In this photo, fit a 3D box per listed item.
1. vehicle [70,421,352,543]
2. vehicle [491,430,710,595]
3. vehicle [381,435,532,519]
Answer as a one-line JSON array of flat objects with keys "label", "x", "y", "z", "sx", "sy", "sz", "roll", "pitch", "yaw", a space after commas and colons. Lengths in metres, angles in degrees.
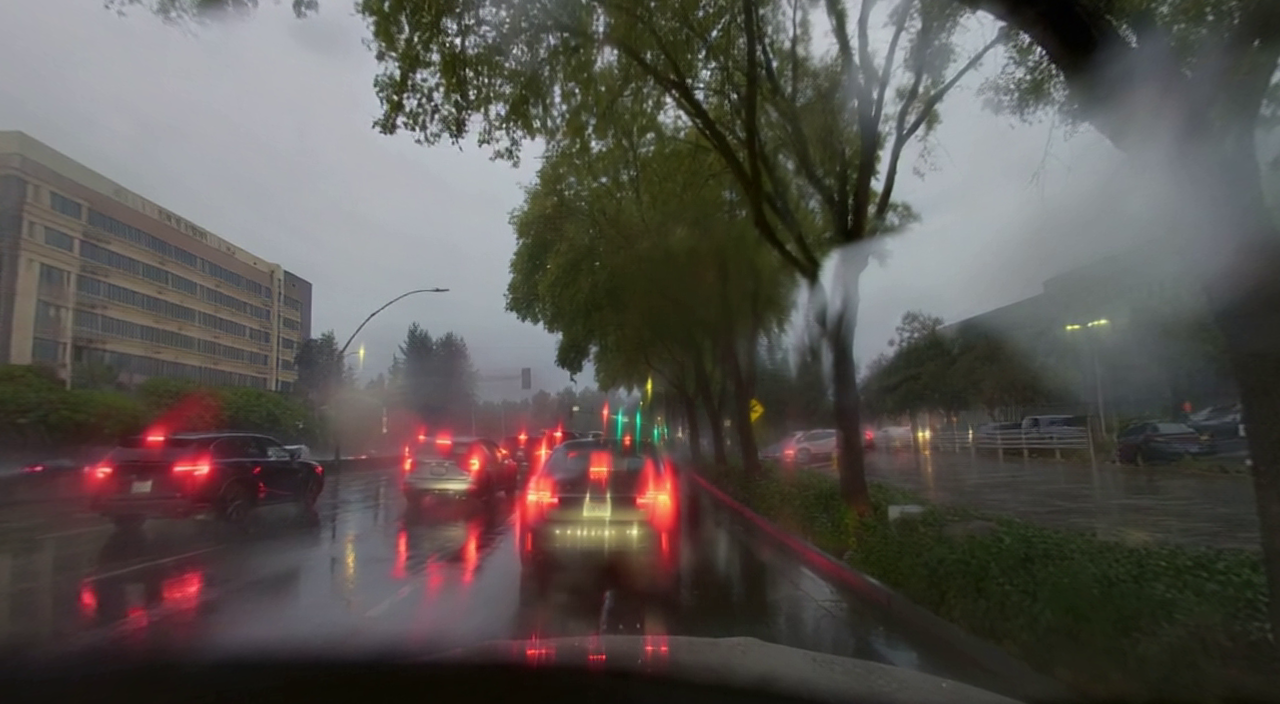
[{"label": "vehicle", "x": -7.321, "y": 2.233, "z": 11.497, "sx": 2.068, "sy": 1.784, "sz": 4.224, "roll": 0, "pitch": -9, "yaw": 1}, {"label": "vehicle", "x": -0.386, "y": 1.821, "z": 8.025, "sx": 2.066, "sy": 1.544, "sz": 3.954, "roll": 0, "pitch": -9, "yaw": 0}, {"label": "vehicle", "x": -3.785, "y": 2.655, "z": 13.992, "sx": 1.913, "sy": 1.521, "sz": 4.539, "roll": 0, "pitch": -9, "yaw": 1}]
